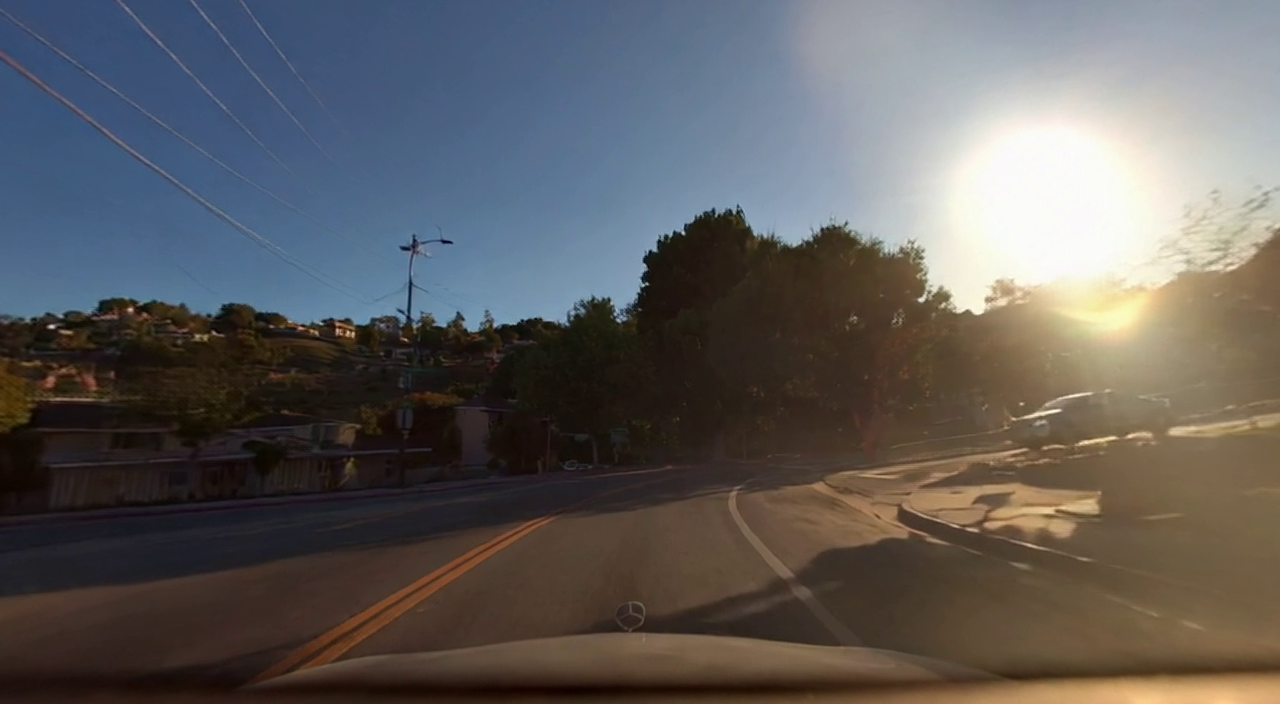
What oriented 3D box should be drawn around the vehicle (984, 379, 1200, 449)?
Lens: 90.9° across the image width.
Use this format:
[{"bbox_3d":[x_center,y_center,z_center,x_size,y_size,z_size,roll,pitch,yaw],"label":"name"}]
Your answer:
[{"bbox_3d":[13.529,1.924,19.121,4.810,1.732,2.176,-3,-9,-3],"label":"vehicle"}]
